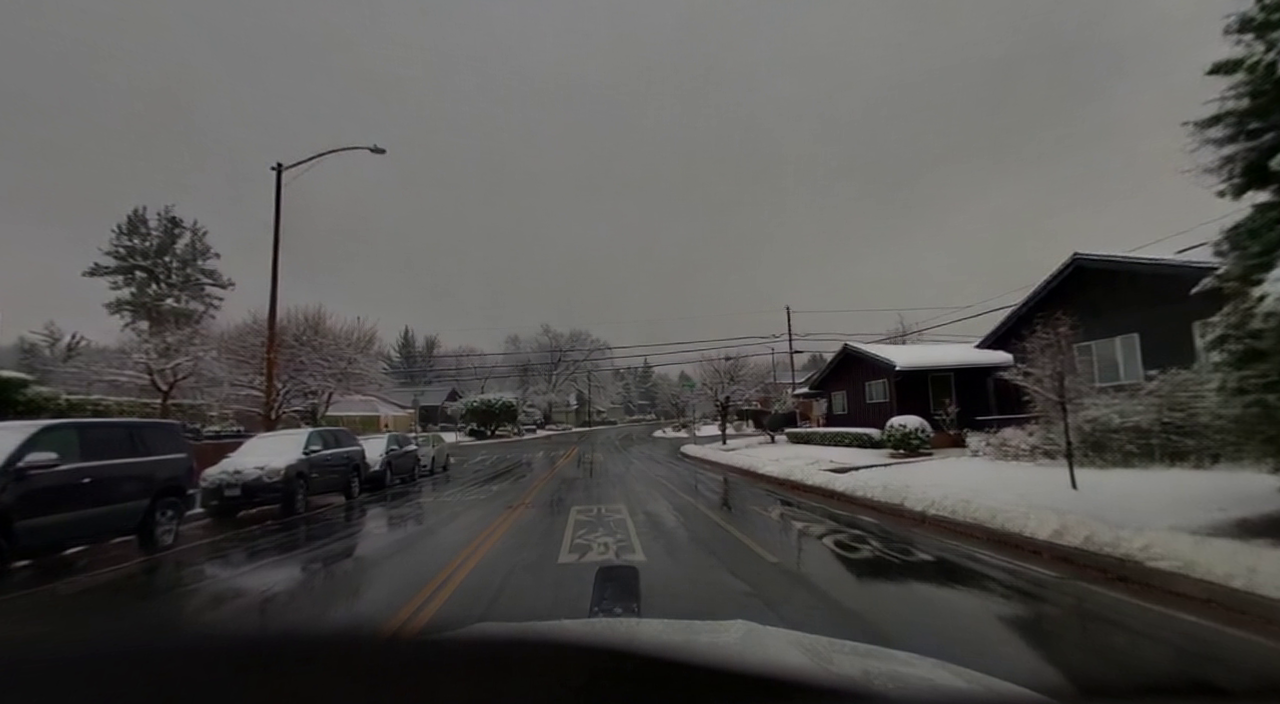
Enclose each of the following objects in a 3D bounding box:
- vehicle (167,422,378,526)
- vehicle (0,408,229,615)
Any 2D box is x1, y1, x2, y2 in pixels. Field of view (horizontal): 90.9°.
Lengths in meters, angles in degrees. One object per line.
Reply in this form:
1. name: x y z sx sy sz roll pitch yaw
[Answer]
1. vehicle: -7.231 2.379 13.073 1.865 1.750 4.507 0 -7 -4
2. vehicle: -6.741 1.556 6.717 2.147 1.780 4.165 0 -8 -5
